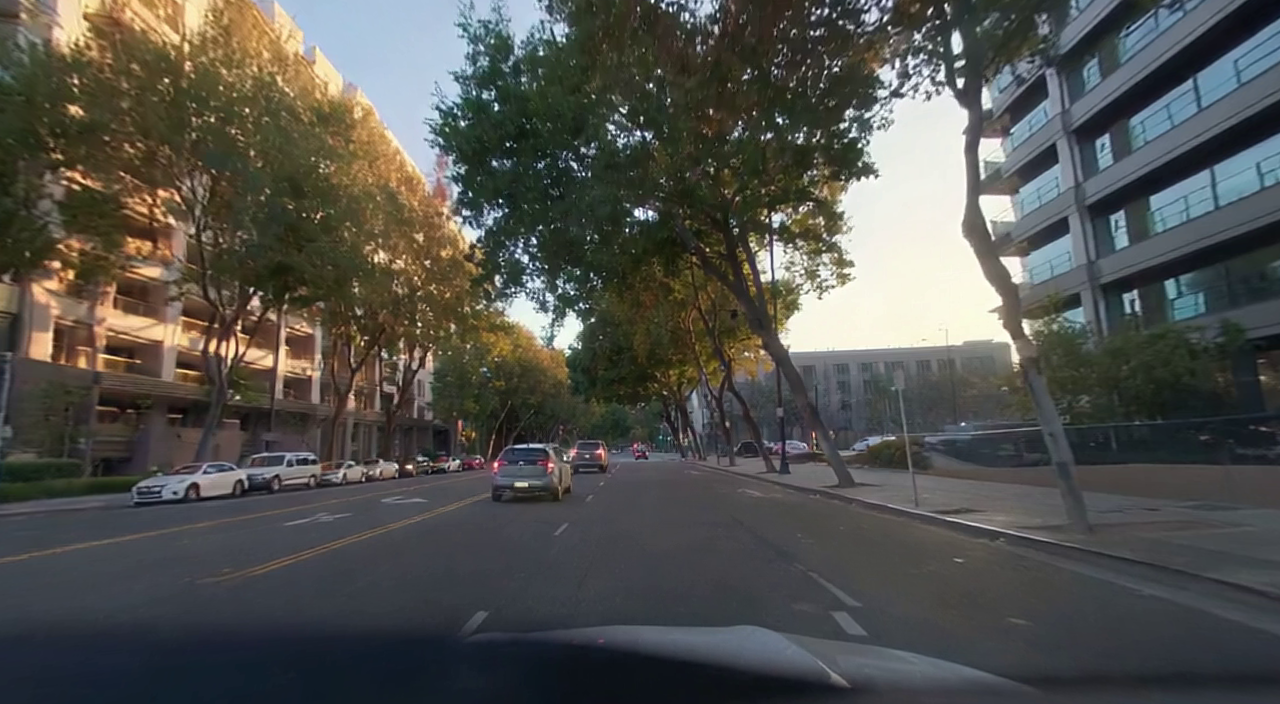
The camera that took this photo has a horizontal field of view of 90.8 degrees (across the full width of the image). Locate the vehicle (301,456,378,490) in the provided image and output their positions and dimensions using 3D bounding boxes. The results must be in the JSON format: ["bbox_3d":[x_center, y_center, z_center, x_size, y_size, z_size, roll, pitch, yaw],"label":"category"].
[{"bbox_3d":[-15.504,6.219,32.858,1.942,1.431,4.553,-5,-9,-3],"label":"vehicle"}]

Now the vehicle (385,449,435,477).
[{"bbox_3d":[-15.892,7.673,43.852,1.897,1.805,4.538,0,-8,-2],"label":"vehicle"}]

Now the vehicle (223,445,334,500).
[{"bbox_3d":[-15.489,5.152,27.458,2.129,1.967,4.907,-4,-9,-3],"label":"vehicle"}]

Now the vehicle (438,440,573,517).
[{"bbox_3d":[-2.790,2.722,14.153,2.051,1.454,4.132,0,-8,1],"label":"vehicle"}]

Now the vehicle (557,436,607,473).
[{"bbox_3d":[-3.021,5.475,33.934,2.190,1.840,4.720,0,-8,1],"label":"vehicle"}]

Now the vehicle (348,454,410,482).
[{"bbox_3d":[-15.659,6.987,38.186,1.871,1.485,4.573,0,-8,-1],"label":"vehicle"}]

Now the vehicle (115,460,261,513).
[{"bbox_3d":[-15.588,4.614,22.167,1.775,1.461,4.433,-4,-9,2],"label":"vehicle"}]

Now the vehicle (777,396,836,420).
[{"bbox_3d":[12.069,4.072,45.941,3.827,1.556,1.730,-1,-8,0],"label":"vehicle"}]
